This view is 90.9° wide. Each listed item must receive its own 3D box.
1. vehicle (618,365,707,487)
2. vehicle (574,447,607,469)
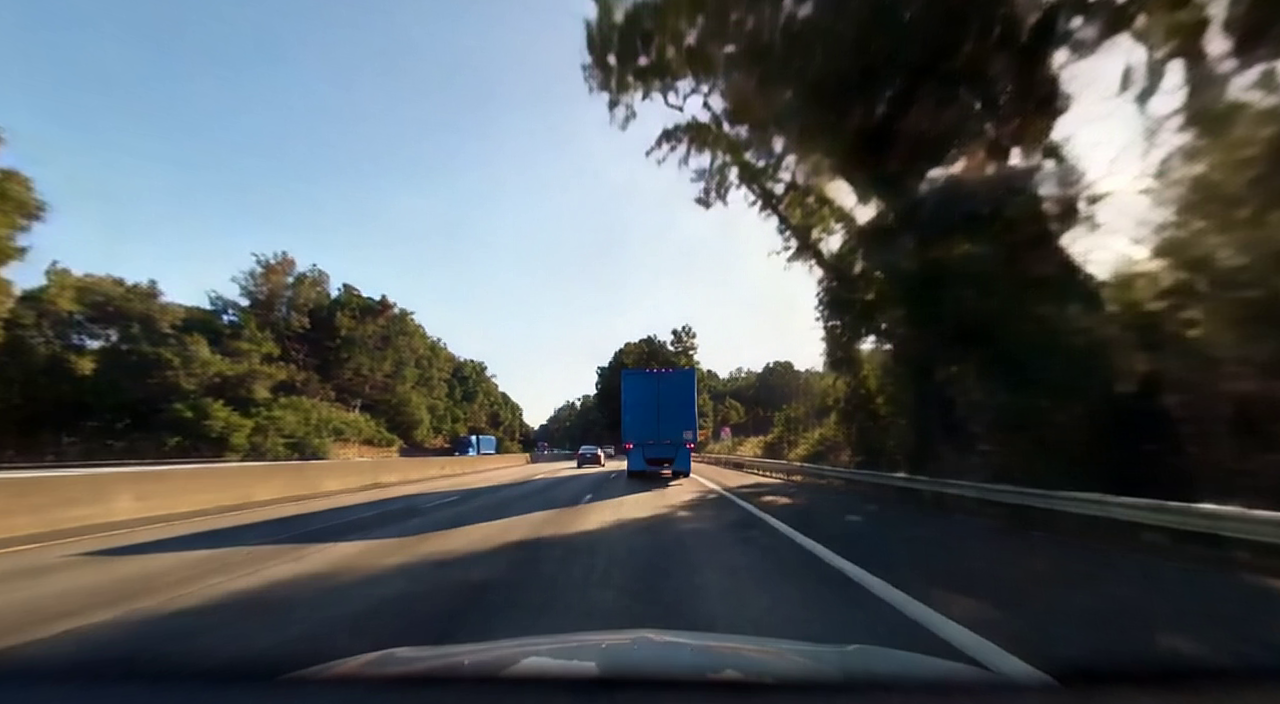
[{"bbox_3d":[0.676,3.183,25.679,2.898,3.973,10.063,0,-9,0],"label":"vehicle"},{"bbox_3d":[-3.431,7.412,44.126,1.985,1.482,3.923,0,-9,0],"label":"vehicle"}]
